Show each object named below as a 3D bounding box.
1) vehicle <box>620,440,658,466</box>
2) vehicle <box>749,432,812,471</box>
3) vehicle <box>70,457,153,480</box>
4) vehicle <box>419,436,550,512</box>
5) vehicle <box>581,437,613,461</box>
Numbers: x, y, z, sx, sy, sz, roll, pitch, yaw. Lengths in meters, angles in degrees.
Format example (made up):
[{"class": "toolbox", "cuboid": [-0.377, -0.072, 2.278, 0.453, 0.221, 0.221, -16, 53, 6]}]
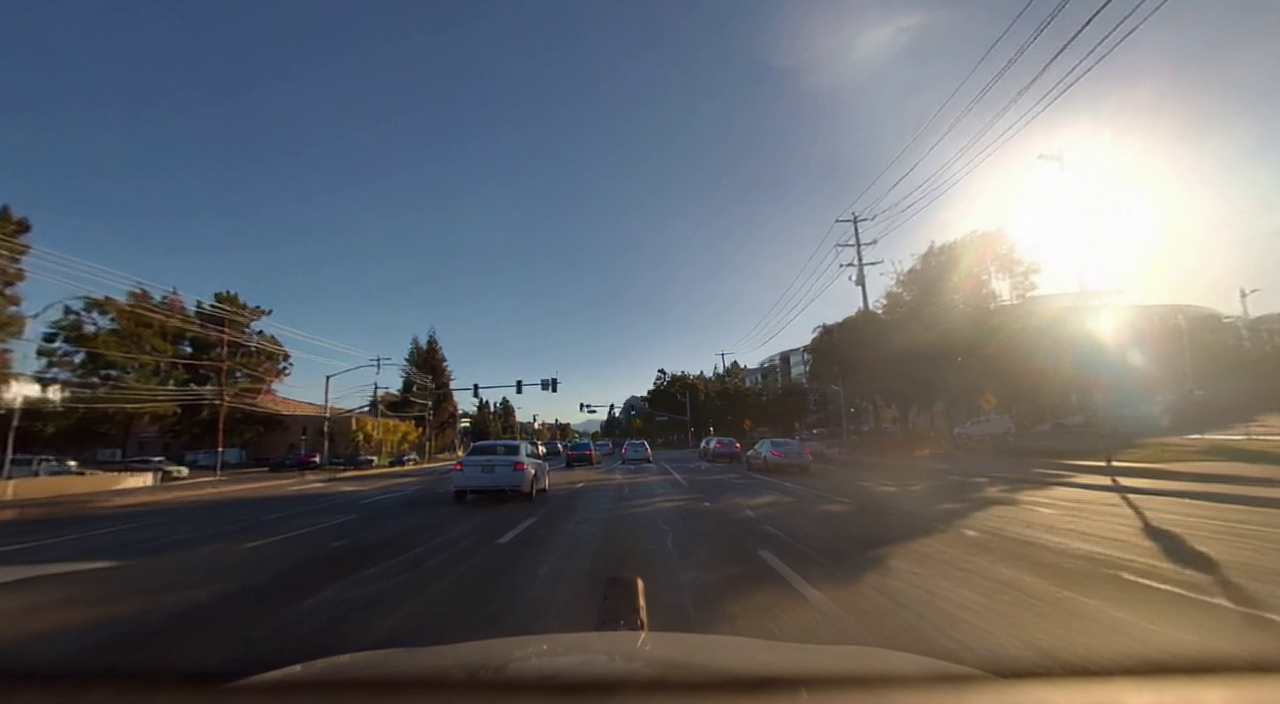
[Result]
[{"class": "vehicle", "cuboid": [-0.078, 5.925, 37.085, 2.098, 1.431, 3.958, 0, -8, 0]}, {"class": "vehicle", "cuboid": [6.588, 4.699, 30.097, 1.945, 1.706, 4.190, 0, -8, -2]}, {"class": "vehicle", "cuboid": [-40.132, 8.824, 48.019, 4.488, 1.463, 1.905, -2, -8, -5]}, {"class": "vehicle", "cuboid": [-3.320, 2.681, 14.434, 1.837, 1.463, 4.311, 0, -8, 1]}, {"class": "vehicle", "cuboid": [-3.250, 7.462, 48.724, 2.033, 1.714, 4.278, 0, -8, 1]}]
